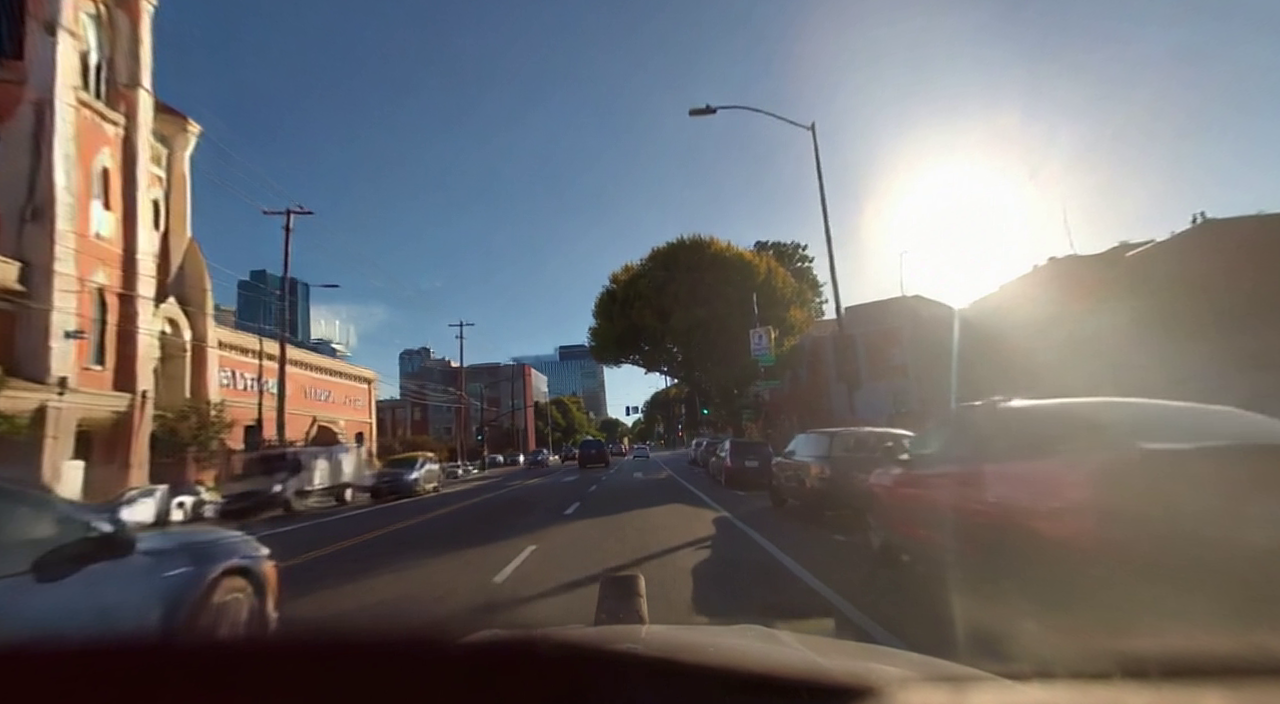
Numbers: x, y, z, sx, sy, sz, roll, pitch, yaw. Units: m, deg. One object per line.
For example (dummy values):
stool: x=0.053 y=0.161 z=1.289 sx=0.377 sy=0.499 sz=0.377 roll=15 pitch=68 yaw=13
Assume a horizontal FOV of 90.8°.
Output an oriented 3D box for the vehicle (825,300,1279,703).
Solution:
vehicle: x=3.315 y=1.112 z=5.183 sx=2.032 sy=1.918 sz=5.469 roll=0 pitch=-8 yaw=1

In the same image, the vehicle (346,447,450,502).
vehicle: x=-8.962 y=4.511 z=23.871 sx=2.078 sy=1.810 sz=4.568 roll=-1 pitch=-8 yaw=0

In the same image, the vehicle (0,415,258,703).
vehicle: x=-3.270 y=0.875 z=1.276 sx=2.089 sy=1.547 sz=4.635 roll=0 pitch=-8 yaw=0

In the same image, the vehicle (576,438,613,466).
vehicle: x=-3.257 y=7.296 z=46.232 sx=2.293 sy=1.936 sz=4.737 roll=-1 pitch=-8 yaw=0

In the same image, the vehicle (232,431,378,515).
vehicle: x=-12.296 y=4.429 z=23.844 sx=2.410 sy=2.733 sz=5.630 roll=0 pitch=-8 yaw=-1
